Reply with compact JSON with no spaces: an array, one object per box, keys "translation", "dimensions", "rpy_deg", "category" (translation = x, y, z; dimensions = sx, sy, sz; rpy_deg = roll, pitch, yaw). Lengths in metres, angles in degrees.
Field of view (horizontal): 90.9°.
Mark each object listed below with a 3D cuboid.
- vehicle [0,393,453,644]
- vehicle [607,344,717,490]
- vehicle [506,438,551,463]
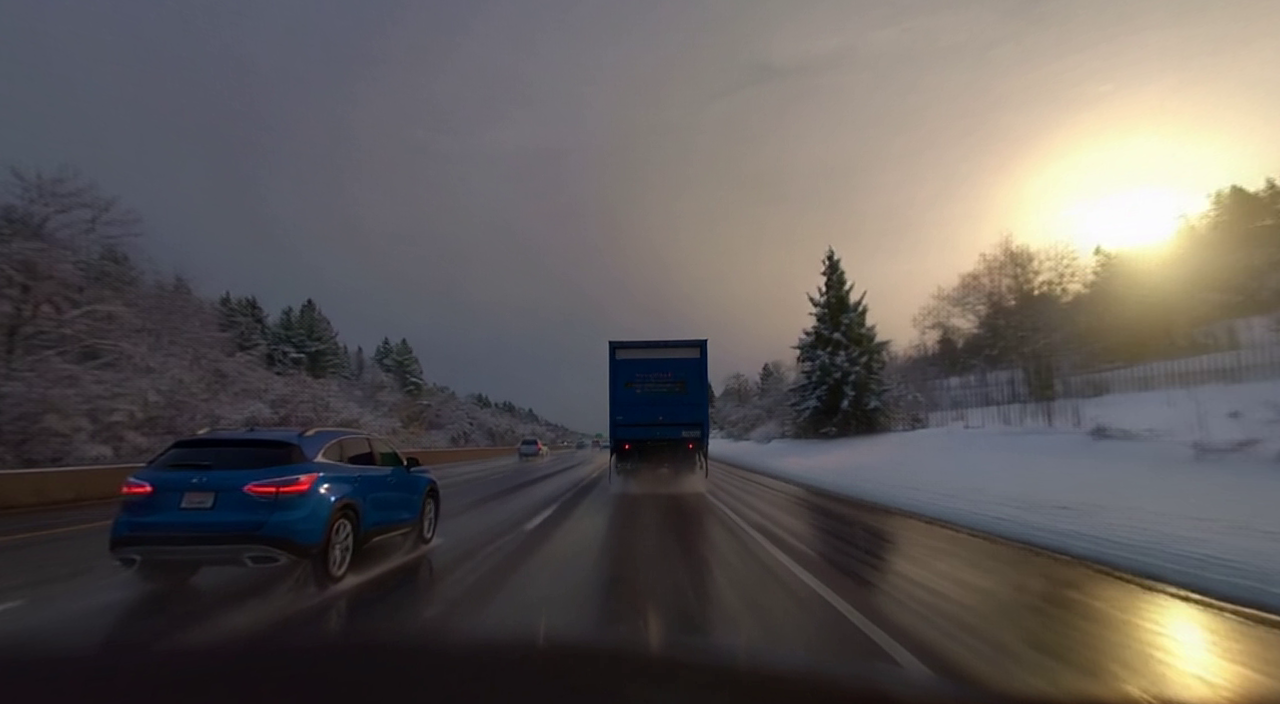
[{"translation":[-3.611,1.434,6.428],"dimensions":[2.077,1.671,4.249],"rpy_deg":[0,-8,0],"category":"vehicle"},{"translation":[0.595,2.483,21.988],"dimensions":[2.870,3.841,10.653],"rpy_deg":[0,-8,0],"category":"vehicle"},{"translation":[-6.809,6.079,38.891],"dimensions":[1.882,1.451,4.416],"rpy_deg":[0,-8,1],"category":"vehicle"}]
